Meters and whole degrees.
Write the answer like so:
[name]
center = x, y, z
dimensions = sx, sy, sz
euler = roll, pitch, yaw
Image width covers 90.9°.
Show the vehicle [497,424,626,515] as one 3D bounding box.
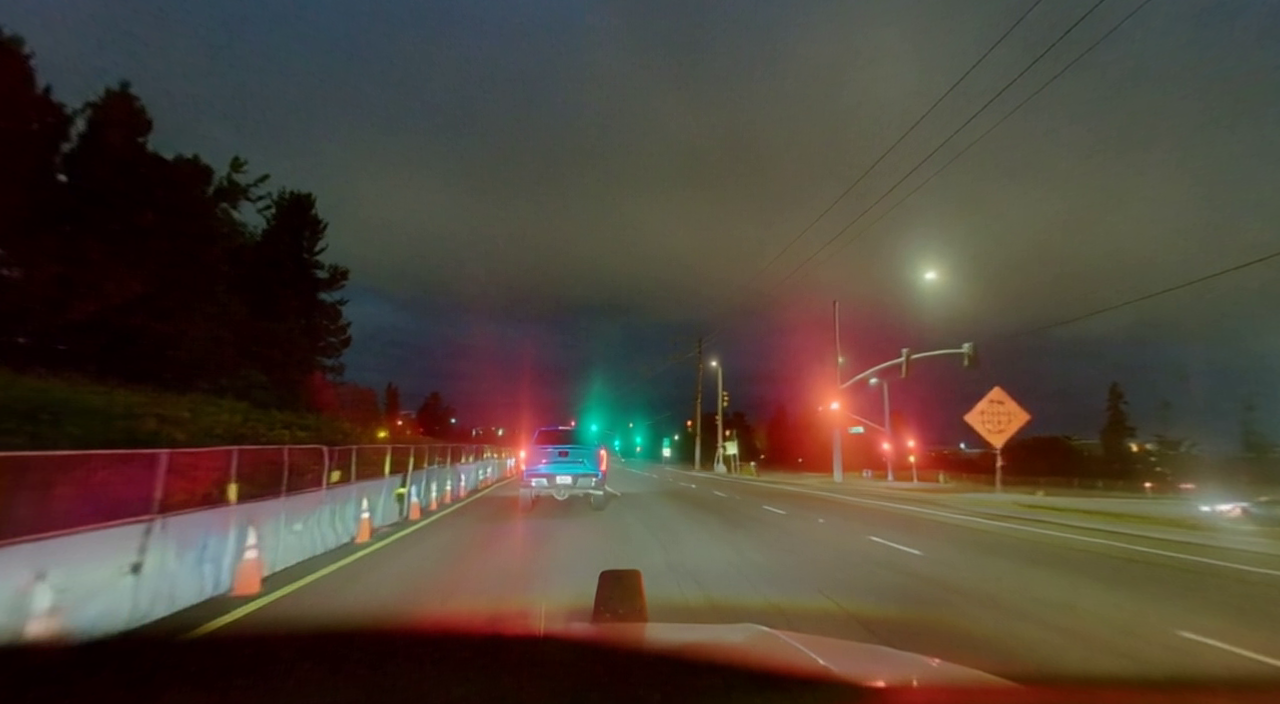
[vehicle]
center = -1.625, 2.633, 14.757
dimensions = 2.436, 1.698, 5.322
euler = 0, -8, -3
